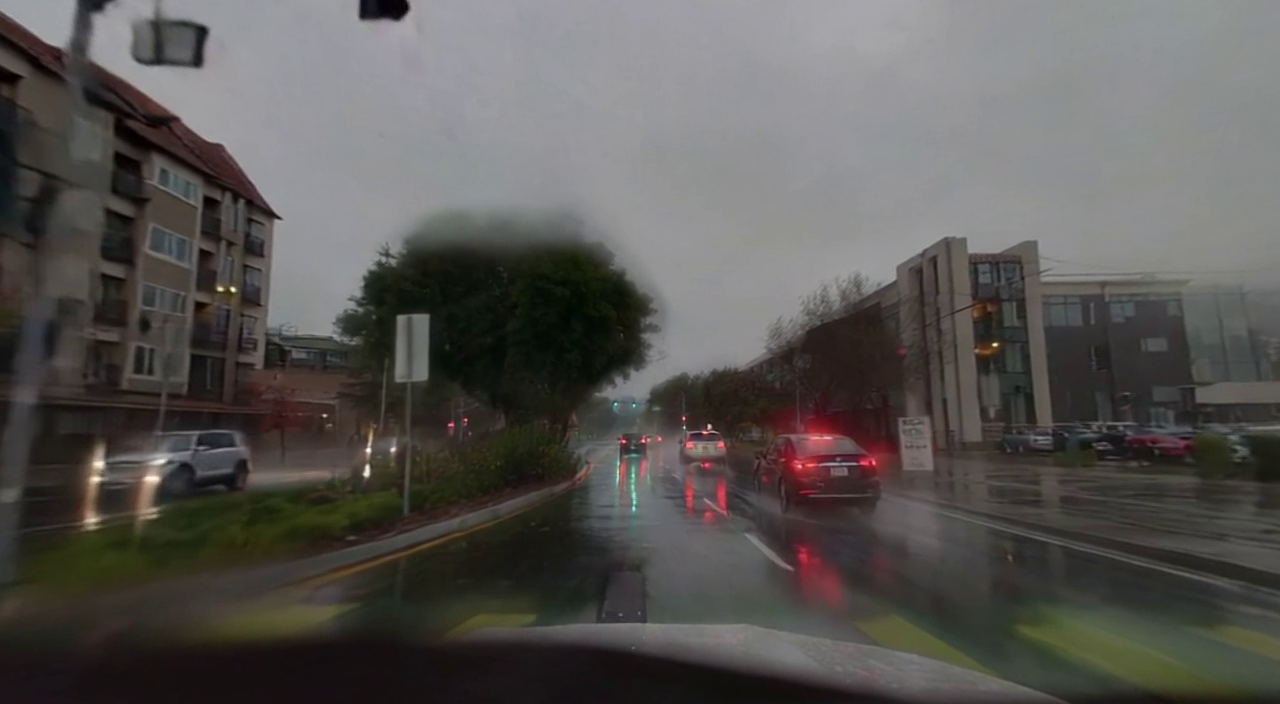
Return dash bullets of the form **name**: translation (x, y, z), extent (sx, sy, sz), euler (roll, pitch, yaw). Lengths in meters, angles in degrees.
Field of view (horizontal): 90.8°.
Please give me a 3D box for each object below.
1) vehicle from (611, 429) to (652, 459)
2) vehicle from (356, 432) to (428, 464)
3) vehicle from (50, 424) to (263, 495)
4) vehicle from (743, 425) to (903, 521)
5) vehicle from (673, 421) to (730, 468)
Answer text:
- **vehicle**: translation (-0.489, 4.969, 34.282), extent (2.059, 1.492, 3.925), euler (0, -8, -2)
- **vehicle**: translation (-12.788, 4.954, 32.845), extent (1.926, 1.446, 4.565), euler (-1, -8, 0)
- **vehicle**: translation (-12.185, 2.715, 16.440), extent (1.969, 1.566, 4.549), euler (0, -8, -1)
- **vehicle**: translation (3.454, 2.333, 12.841), extent (1.906, 1.608, 4.137), euler (0, -8, -1)
- **vehicle**: translation (2.633, 4.109, 28.236), extent (2.206, 1.858, 5.332), euler (1, -8, 2)
